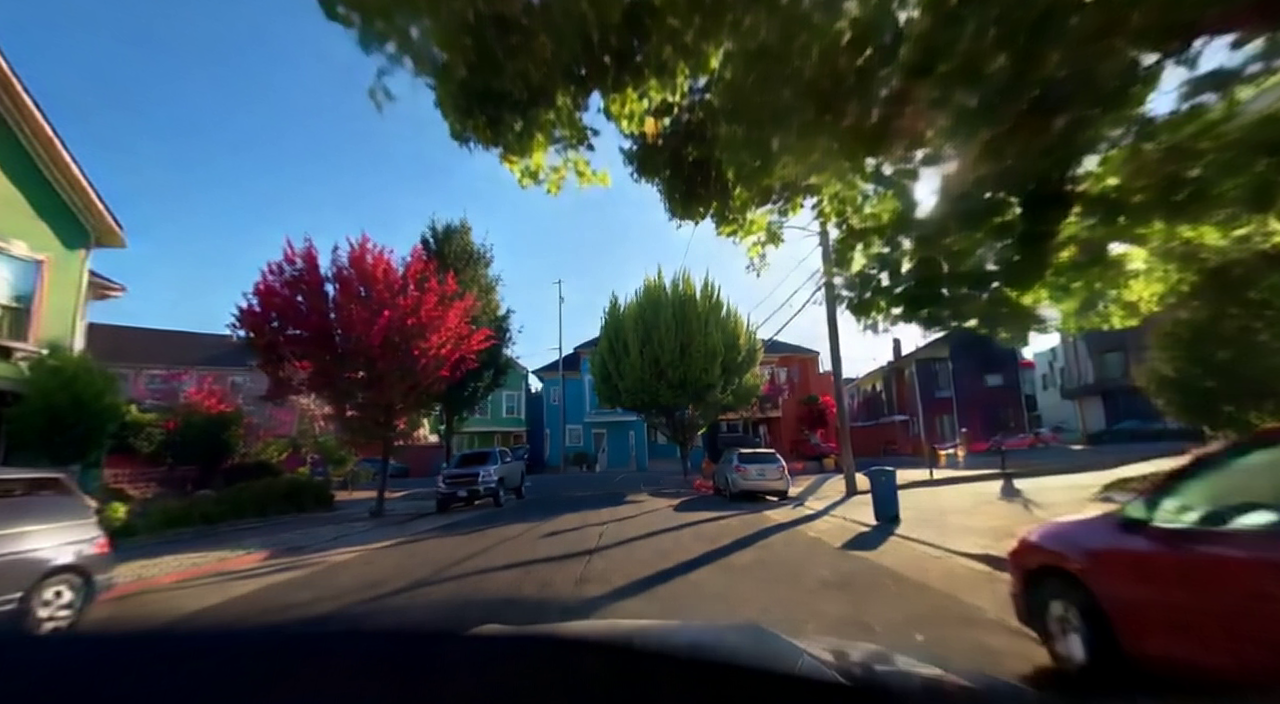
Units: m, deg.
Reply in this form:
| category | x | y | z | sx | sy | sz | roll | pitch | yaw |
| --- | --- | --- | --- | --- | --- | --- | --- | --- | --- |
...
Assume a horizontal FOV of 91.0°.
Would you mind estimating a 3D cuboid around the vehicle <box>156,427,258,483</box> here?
| category | x | y | z | sx | sy | sz | roll | pitch | yaw |
| --- | --- | --- | --- | --- | --- | --- | --- | --- | --- |
| vehicle | -31.023 | 7.304 | 45.491 | 2.473 | 2.922 | 6.719 | 0 | 0 | 3 |

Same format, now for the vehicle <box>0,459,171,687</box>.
| category | x | y | z | sx | sy | sz | roll | pitch | yaw |
| --- | --- | --- | --- | --- | --- | --- | --- | --- | --- |
| vehicle | -5.420 | 1.478 | 3.821 | 1.849 | 1.560 | 4.227 | 0 | -9 | 0 |

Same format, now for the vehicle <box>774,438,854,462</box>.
| category | x | y | z | sx | sy | sz | roll | pitch | yaw |
| --- | --- | --- | --- | --- | --- | --- | --- | --- | --- |
| vehicle | 11.248 | 6.364 | 40.909 | 4.644 | 1.482 | 1.997 | -1 | -9 | 3 |

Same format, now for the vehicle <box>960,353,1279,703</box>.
| category | x | y | z | sx | sy | sz | roll | pitch | yaw |
| --- | --- | --- | --- | --- | --- | --- | --- | --- | --- |
| vehicle | 3.484 | 0.871 | 2.411 | 2.070 | 1.728 | 4.358 | 0 | -9 | -2 |

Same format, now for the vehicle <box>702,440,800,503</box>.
| category | x | y | z | sx | sy | sz | roll | pitch | yaw |
| --- | --- | --- | --- | --- | --- | --- | --- | --- | --- |
| vehicle | 3.493 | 3.878 | 20.889 | 2.109 | 1.811 | 4.886 | 0 | -9 | -3 |

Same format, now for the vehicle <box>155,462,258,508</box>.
| category | x | y | z | sx | sy | sz | roll | pitch | yaw |
| --- | --- | --- | --- | --- | --- | --- | --- | --- | --- |
| vehicle | -15.760 | 4.809 | 23.104 | 1.563 | 1.433 | 3.492 | 0 | -9 | -7 |

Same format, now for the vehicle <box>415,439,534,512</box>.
| category | x | y | z | sx | sy | sz | roll | pitch | yaw |
| --- | --- | --- | --- | --- | --- | --- | --- | --- | --- |
| vehicle | -5.411 | 4.117 | 21.732 | 2.480 | 2.084 | 6.353 | 0 | -9 | -1 |
